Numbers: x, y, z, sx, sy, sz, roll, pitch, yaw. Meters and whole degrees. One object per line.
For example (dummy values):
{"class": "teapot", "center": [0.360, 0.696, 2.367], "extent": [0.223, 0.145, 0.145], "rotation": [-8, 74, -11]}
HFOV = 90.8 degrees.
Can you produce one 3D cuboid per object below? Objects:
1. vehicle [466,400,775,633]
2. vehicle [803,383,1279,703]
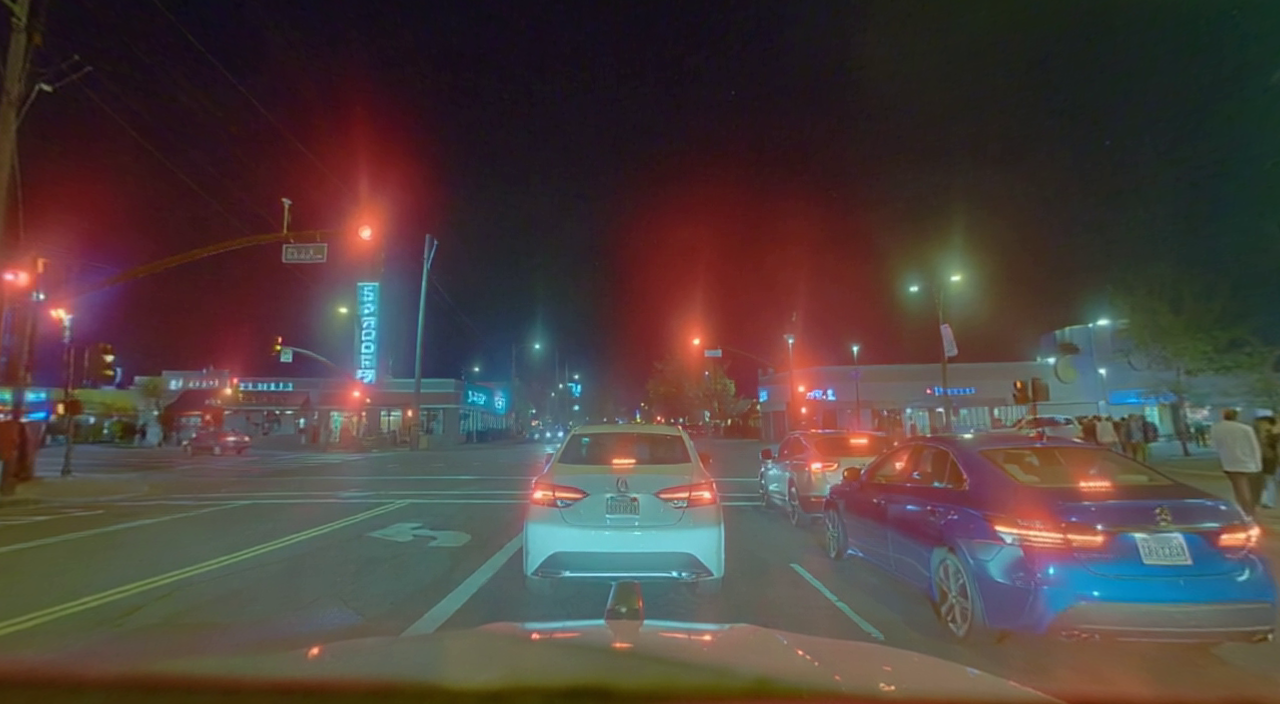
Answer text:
{"class": "vehicle", "center": [-0.148, 1.483, 6.777], "extent": [2.123, 1.589, 4.702], "rotation": [0, -8, 0]}
{"class": "vehicle", "center": [3.034, 1.308, 5.453], "extent": [1.983, 1.654, 4.354], "rotation": [0, -8, -1]}
